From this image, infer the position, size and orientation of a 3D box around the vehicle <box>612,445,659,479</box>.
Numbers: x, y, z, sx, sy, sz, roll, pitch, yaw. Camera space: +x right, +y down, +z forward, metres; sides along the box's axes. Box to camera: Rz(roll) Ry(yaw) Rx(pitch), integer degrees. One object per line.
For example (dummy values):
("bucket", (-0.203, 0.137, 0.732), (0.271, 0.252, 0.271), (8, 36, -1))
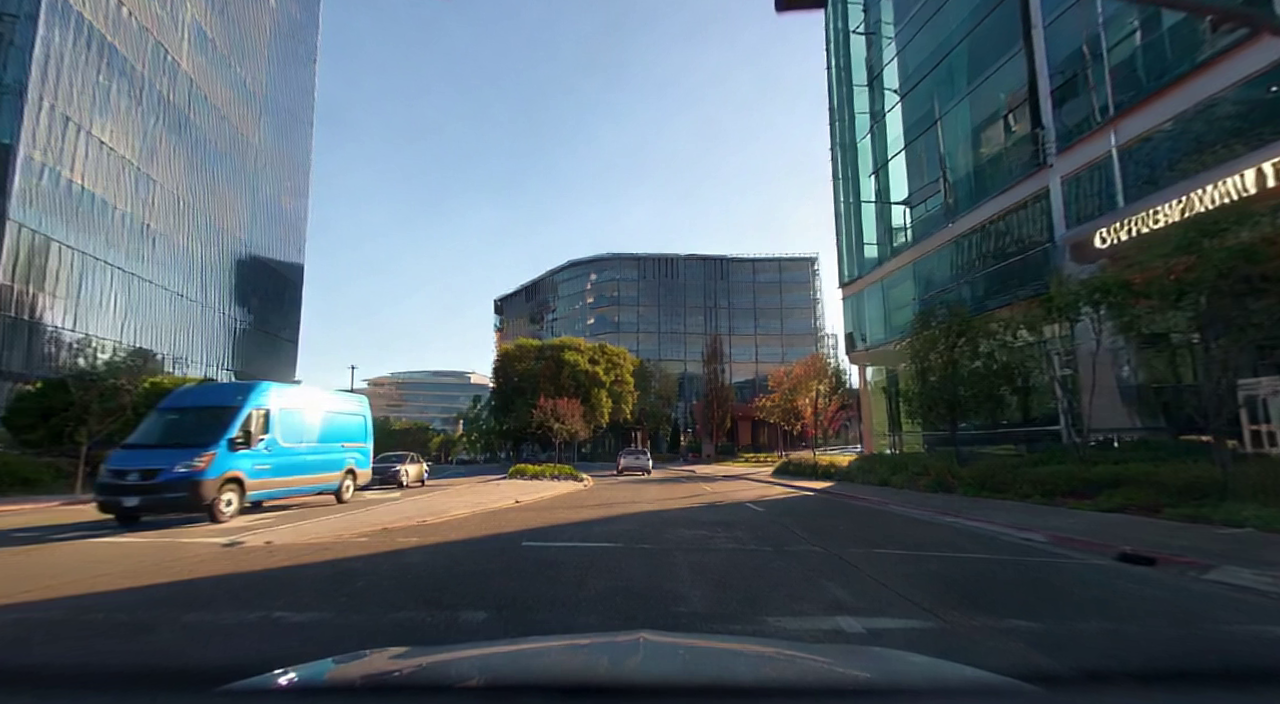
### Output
("vehicle", (-0.339, 6.342, 36.681), (2.129, 1.816, 4.851), (1, -9, -7))

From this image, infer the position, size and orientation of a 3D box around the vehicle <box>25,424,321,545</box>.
("vehicle", (-7.858, 2.246, 11.347), (2.028, 1.718, 4.479), (1, -9, -3))

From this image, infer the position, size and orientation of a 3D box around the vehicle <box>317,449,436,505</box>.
("vehicle", (-8.158, 3.867, 19.942), (2.004, 1.549, 3.947), (0, -9, 0))
